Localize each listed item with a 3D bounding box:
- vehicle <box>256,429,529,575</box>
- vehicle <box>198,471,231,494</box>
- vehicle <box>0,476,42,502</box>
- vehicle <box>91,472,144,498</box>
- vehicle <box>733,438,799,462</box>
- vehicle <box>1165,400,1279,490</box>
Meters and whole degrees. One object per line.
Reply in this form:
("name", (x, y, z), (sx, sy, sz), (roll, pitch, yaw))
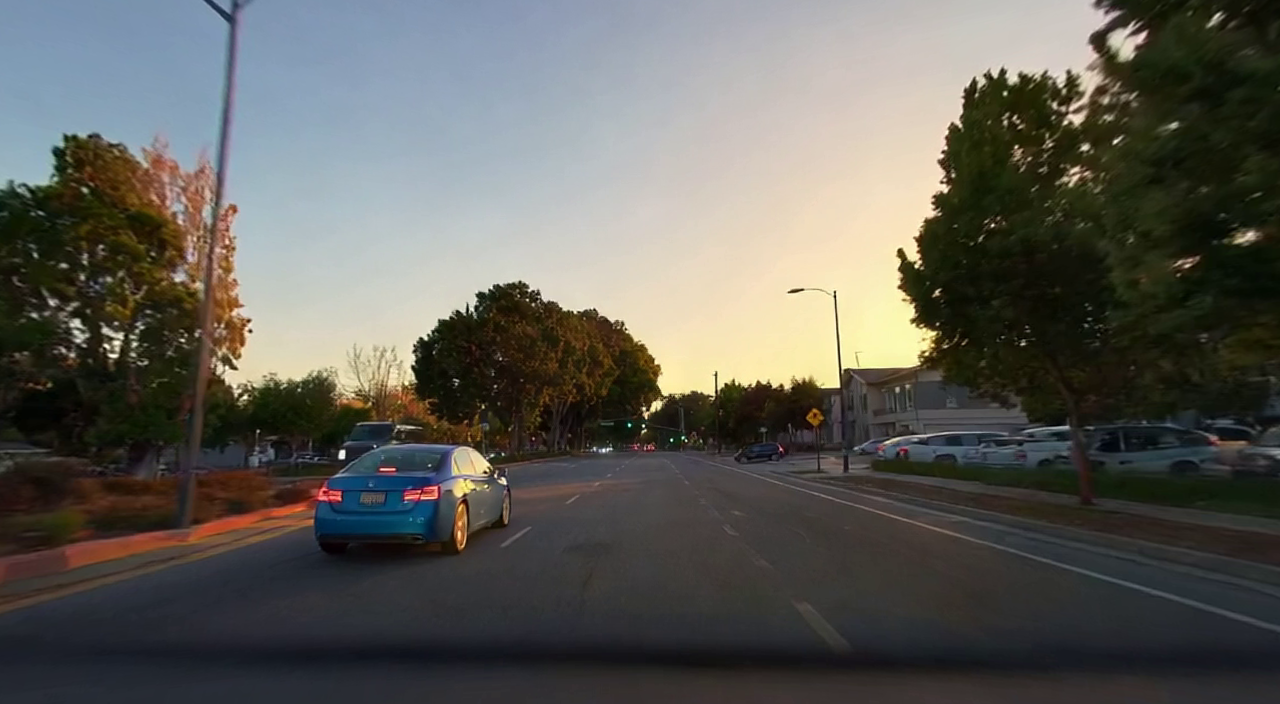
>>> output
("vehicle", (-2.950, 1.884, 8.764), (1.924, 1.480, 4.421), (0, -9, 1))
("vehicle", (-31.306, 9.592, 46.418), (1.784, 1.408, 3.985), (5, -10, -31))
("vehicle", (-39.377, 8.589, 39.408), (1.868, 1.424, 4.662), (3, -12, -32))
("vehicle", (-34.844, 8.855, 42.110), (1.922, 1.430, 3.479), (4, -9, -28))
("vehicle", (9.141, 7.108, 45.712), (4.511, 1.720, 2.131), (-2, -9, 11))
("vehicle", (14.058, 1.894, 12.937), (4.571, 1.691, 2.156), (0, -8, -1))
